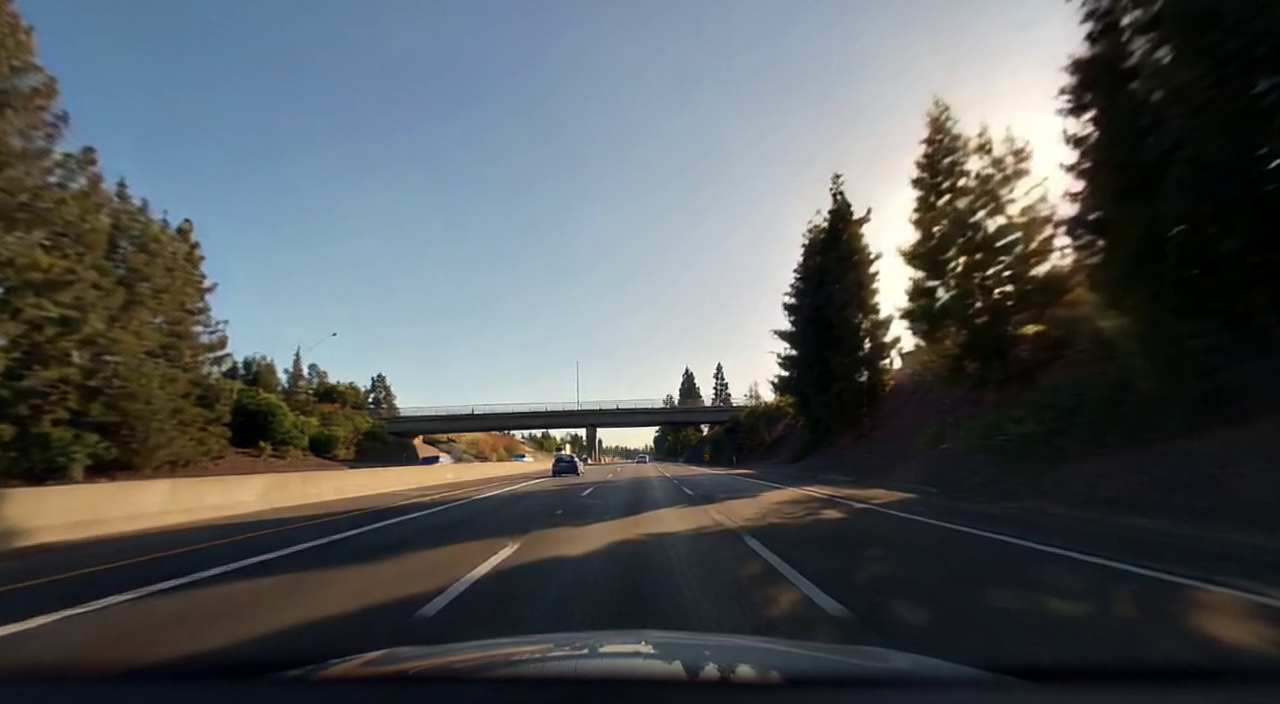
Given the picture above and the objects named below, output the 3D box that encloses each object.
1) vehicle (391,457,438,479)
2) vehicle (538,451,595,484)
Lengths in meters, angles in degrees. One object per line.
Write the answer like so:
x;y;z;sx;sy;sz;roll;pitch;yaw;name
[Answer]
-15.867;8.151;44.567;1.912;1.430;3.830;-1;-9;0;vehicle
-3.578;5.726;31.550;2.293;1.462;4.452;-1;-9;0;vehicle
